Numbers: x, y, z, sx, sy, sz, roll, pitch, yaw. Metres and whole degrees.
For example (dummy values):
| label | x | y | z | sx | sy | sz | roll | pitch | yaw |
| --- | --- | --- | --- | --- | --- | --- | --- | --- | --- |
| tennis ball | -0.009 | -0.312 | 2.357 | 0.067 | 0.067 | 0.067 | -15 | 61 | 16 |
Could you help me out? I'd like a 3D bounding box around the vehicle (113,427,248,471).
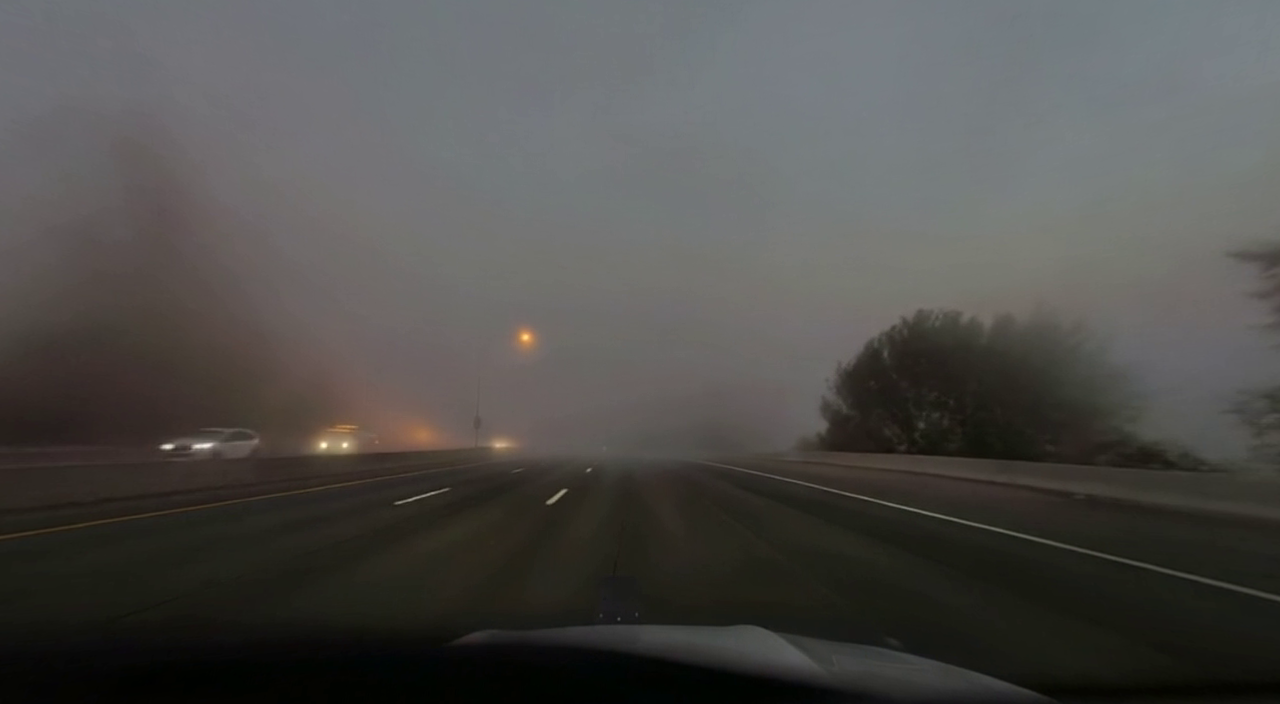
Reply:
| label | x | y | z | sx | sy | sz | roll | pitch | yaw |
| --- | --- | --- | --- | --- | --- | --- | --- | --- | --- |
| vehicle | -18.970 | 4.025 | 26.444 | 2.050 | 1.659 | 4.933 | 0 | -8 | -2 |
